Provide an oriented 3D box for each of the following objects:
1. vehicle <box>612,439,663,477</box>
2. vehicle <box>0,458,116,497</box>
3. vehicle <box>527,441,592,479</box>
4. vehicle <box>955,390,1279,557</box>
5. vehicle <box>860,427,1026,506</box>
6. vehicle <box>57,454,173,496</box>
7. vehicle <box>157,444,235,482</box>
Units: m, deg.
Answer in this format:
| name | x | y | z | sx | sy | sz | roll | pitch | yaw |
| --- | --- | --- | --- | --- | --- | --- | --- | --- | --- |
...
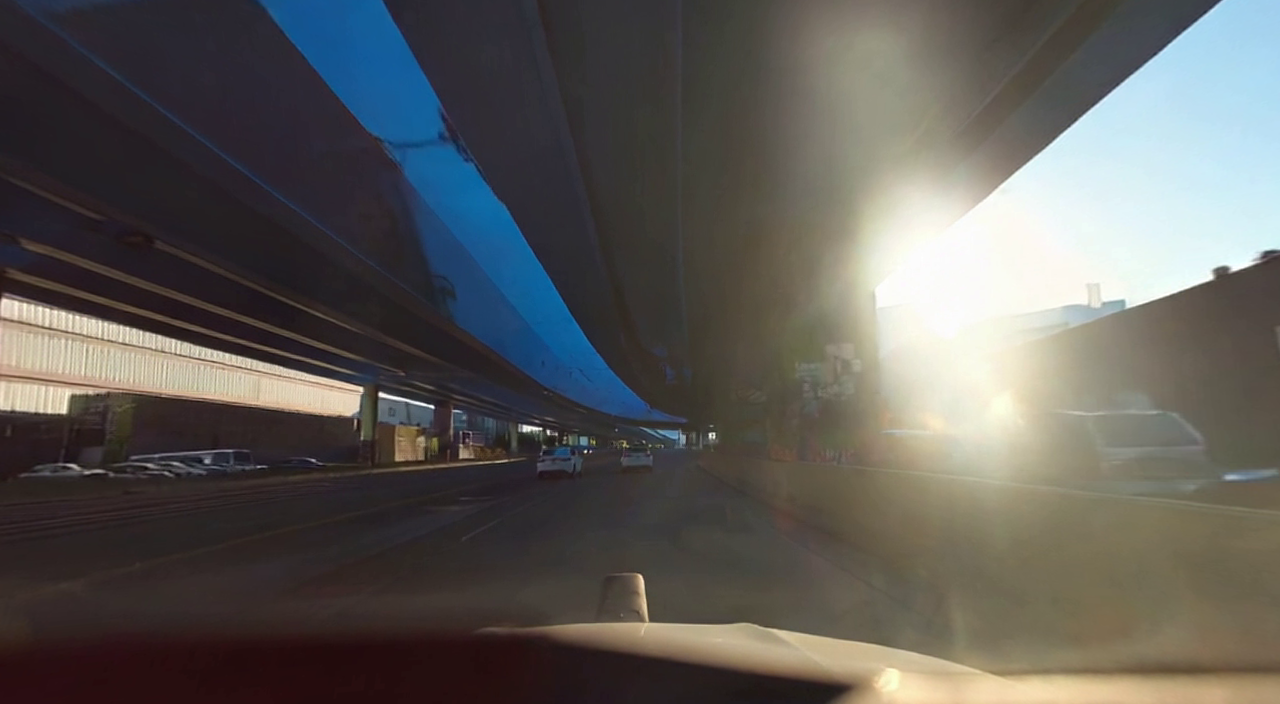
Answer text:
| name | x | y | z | sx | sy | sz | roll | pitch | yaw |
| --- | --- | --- | --- | --- | --- | --- | --- | --- | --- |
| vehicle | -0.081 | 4.807 | 28.781 | 2.155 | 1.571 | 3.734 | 0 | -9 | 1 |
| vehicle | -29.556 | 6.360 | 32.282 | 2.035 | 1.764 | 4.157 | 1 | -9 | -4 |
| vehicle | -3.439 | 4.734 | 27.932 | 2.024 | 1.533 | 4.549 | -1 | -9 | 4 |
| vehicle | 6.970 | 1.739 | 9.567 | 2.114 | 1.911 | 4.402 | 0 | -9 | 1 |
| vehicle | 7.073 | 2.721 | 15.362 | 2.017 | 1.625 | 4.337 | 0 | -9 | 2 |
| vehicle | -27.098 | 6.315 | 32.846 | 1.971 | 1.939 | 4.729 | 1 | -9 | -2 |
| vehicle | -30.512 | 7.602 | 43.660 | 1.933 | 2.393 | 4.896 | 0 | -8 | -2 |
